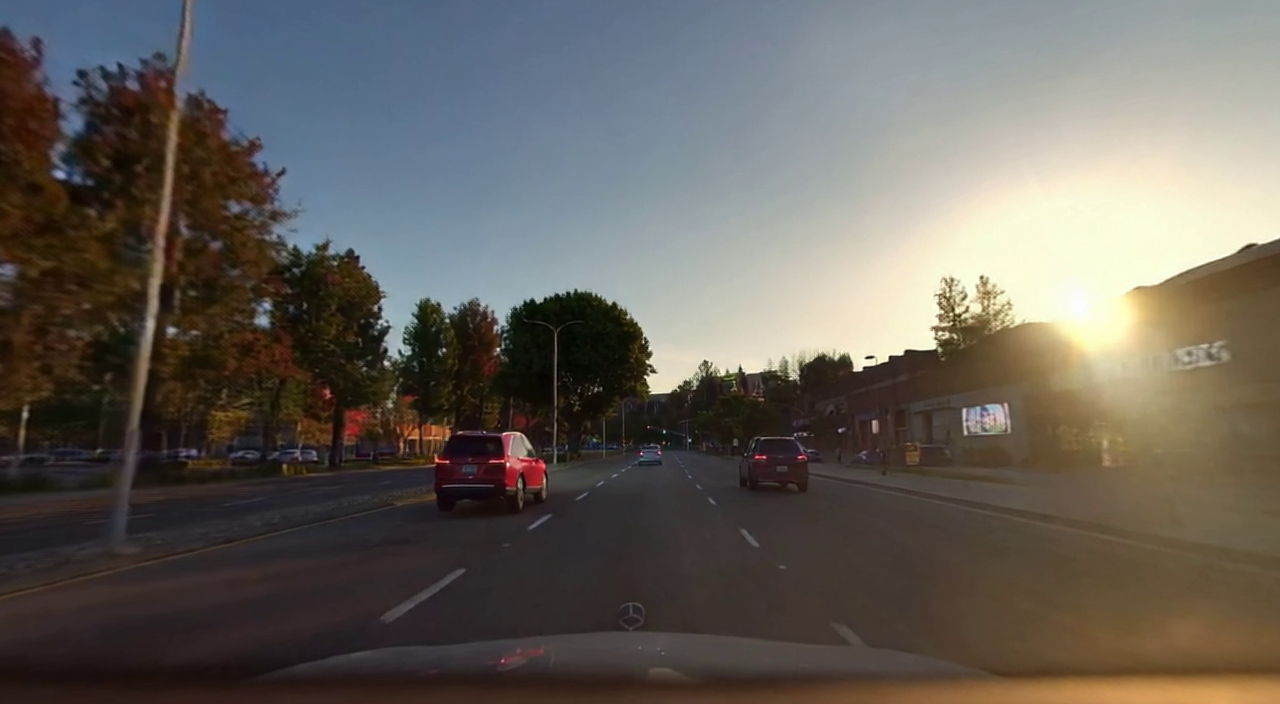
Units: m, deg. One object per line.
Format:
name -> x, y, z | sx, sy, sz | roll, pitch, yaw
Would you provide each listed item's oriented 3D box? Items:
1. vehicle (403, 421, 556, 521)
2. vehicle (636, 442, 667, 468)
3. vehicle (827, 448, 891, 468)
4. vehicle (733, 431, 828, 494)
vehicle -> -3.233, 2.509, 13.800 | 2.047, 1.810, 4.414 | 0, -8, 2
vehicle -> 0.807, 7.108, 43.785 | 2.067, 1.702, 3.987 | 0, -8, 2
vehicle -> 16.587, 8.033, 47.741 | 4.133, 1.475, 1.833 | 2, -9, -11
vehicle -> 4.321, 3.477, 20.192 | 2.083, 1.779, 4.347 | 0, -8, 1
